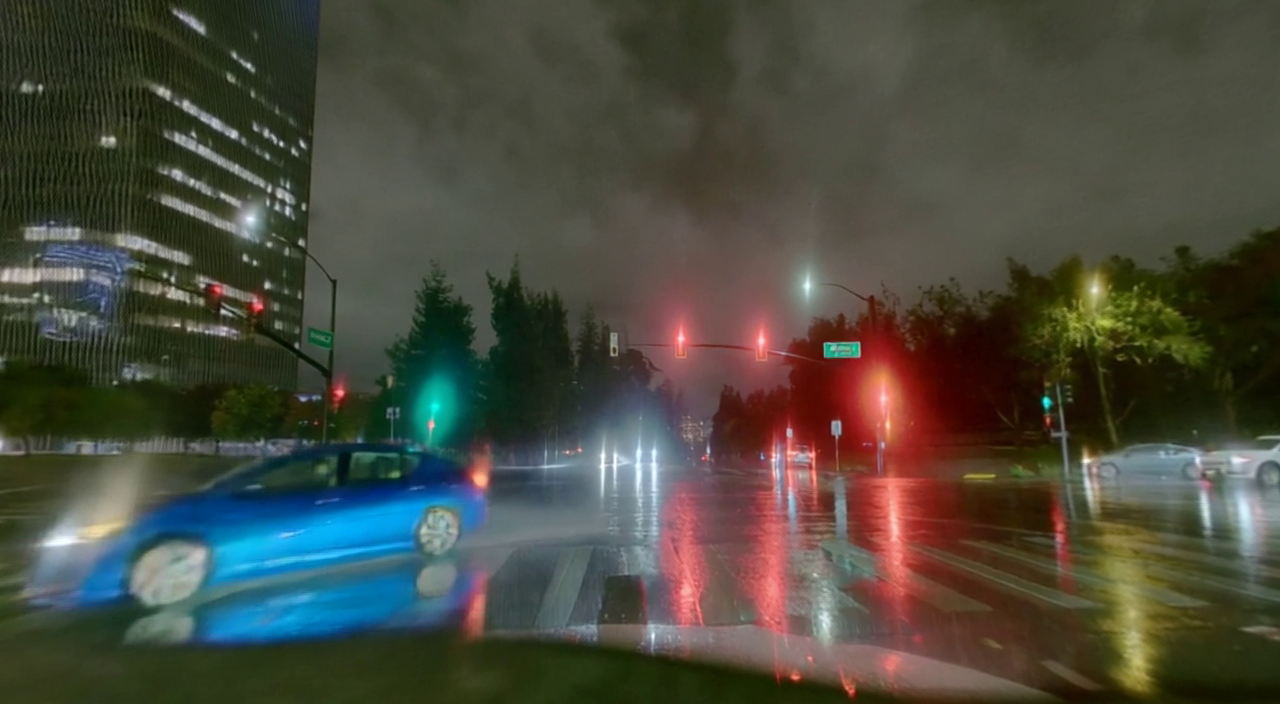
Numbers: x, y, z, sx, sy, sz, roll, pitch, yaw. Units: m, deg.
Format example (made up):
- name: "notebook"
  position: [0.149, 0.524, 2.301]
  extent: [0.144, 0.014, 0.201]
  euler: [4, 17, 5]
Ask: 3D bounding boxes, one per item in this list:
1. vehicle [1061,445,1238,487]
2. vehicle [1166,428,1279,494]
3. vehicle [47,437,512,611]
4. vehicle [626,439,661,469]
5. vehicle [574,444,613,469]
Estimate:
- name: "vehicle"
  position: [19.354, 4.327, 24.046]
  extent: [4.896, 1.503, 1.971]
  euler: [-1, -9, 3]
- name: "vehicle"
  position: [20.764, 3.420, 19.947]
  extent: [5.832, 1.949, 2.444]
  euler: [0, -9, 0]
- name: "vehicle"
  position: [-3.992, 1.888, 8.076]
  extent: [1.924, 1.491, 4.802]
  euler: [-5, -10, 28]
- name: "vehicle"
  position: [0.222, 6.220, 38.316]
  extent: [2.018, 1.699, 4.751]
  euler: [0, -9, 1]
- name: "vehicle"
  position: [-2.950, 6.795, 40.984]
  extent: [2.068, 1.486, 4.664]
  euler: [0, -9, 1]
